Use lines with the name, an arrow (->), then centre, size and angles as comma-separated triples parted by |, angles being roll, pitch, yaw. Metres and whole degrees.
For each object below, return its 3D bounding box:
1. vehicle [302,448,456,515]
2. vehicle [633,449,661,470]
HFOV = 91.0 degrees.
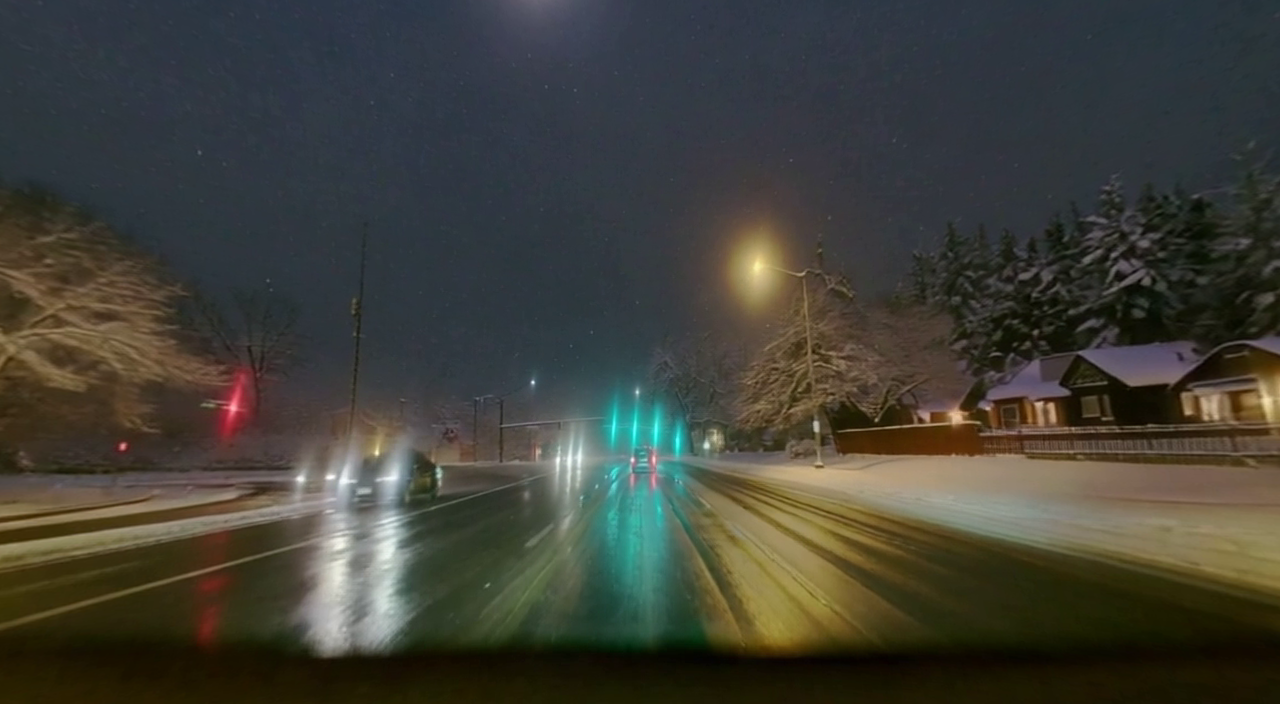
vehicle -> -6.516, 3.252, 16.358 | 2.014, 1.472, 4.357 | 0, -9, 2
vehicle -> 0.528, 8.266, 48.570 | 2.106, 1.517, 4.375 | 0, -9, 0
